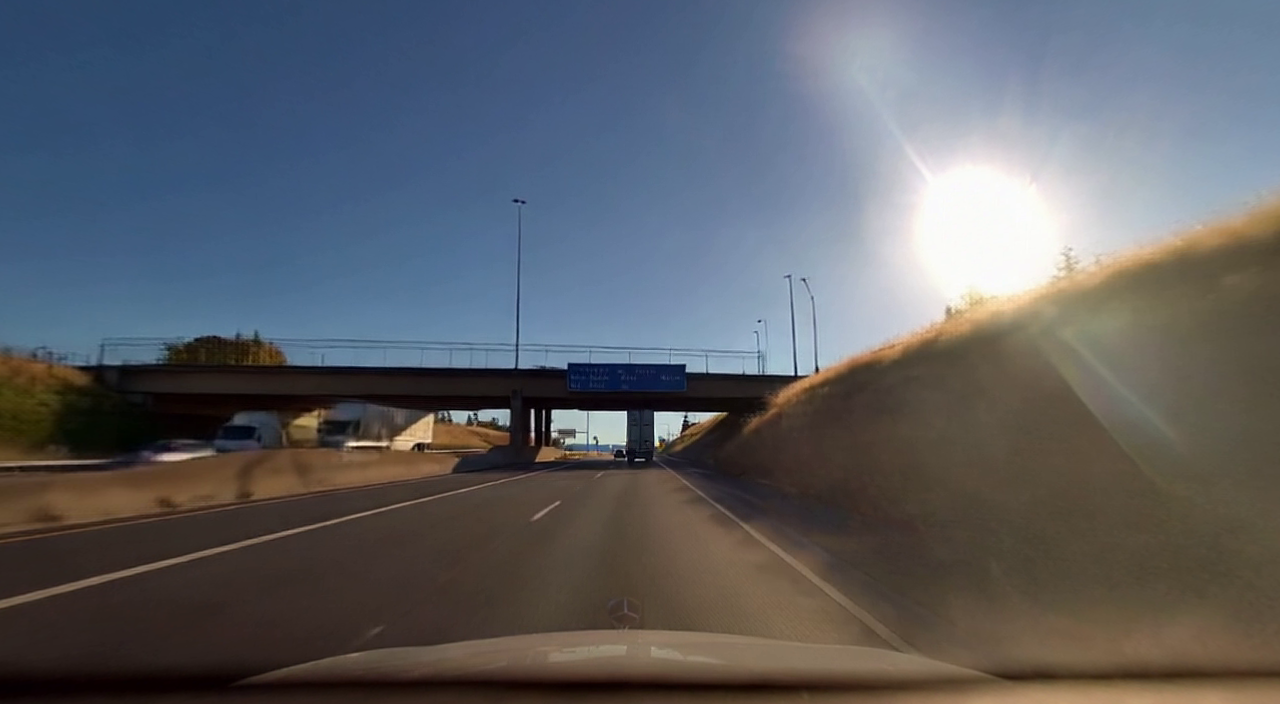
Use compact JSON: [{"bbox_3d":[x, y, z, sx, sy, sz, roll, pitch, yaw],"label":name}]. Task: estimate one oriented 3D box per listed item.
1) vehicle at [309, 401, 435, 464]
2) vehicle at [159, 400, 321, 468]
[{"bbox_3d":[-18.987,6.149,46.423,2.997,3.896,14.226,0,-9,0],"label":"vehicle"},{"bbox_3d":[-23.197,5.019,37.669,2.789,3.463,10.717,0,-9,-1],"label":"vehicle"}]
